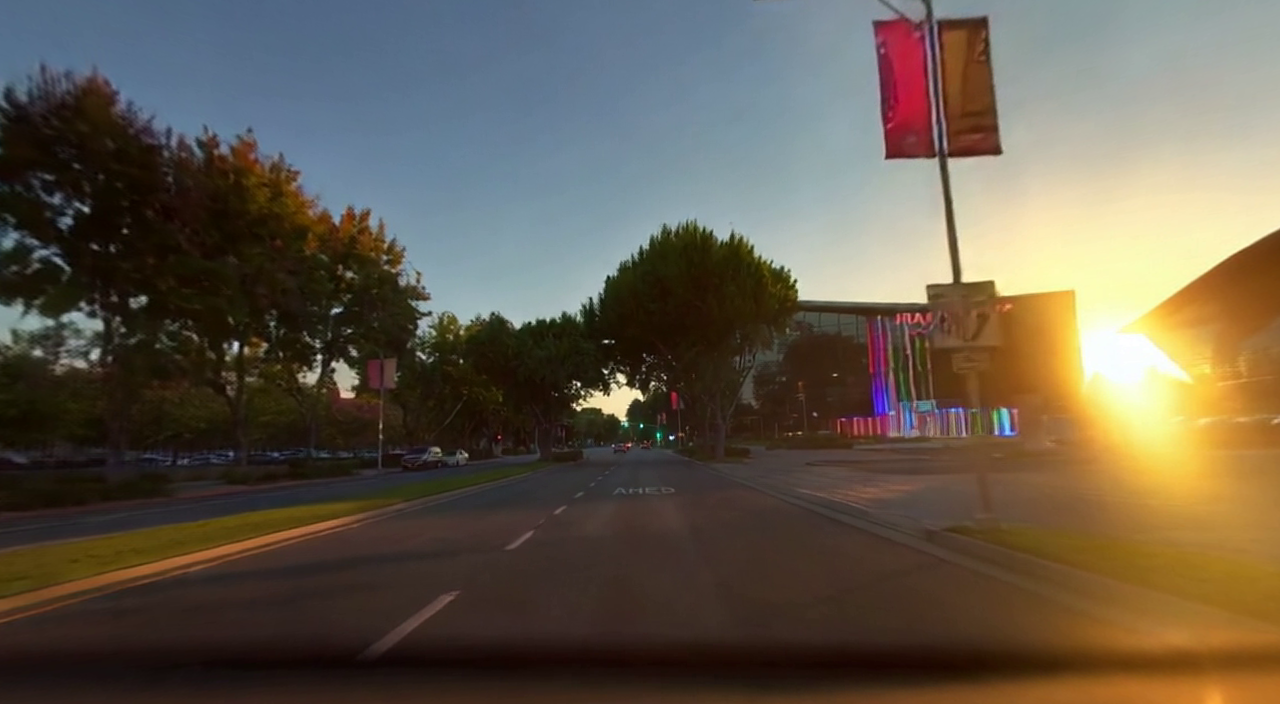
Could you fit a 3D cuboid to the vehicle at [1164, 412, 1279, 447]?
[{"bbox_3d":[28.081,3.788,30.277,1.895,1.503,4.234,0,-9,0],"label":"vehicle"}]
